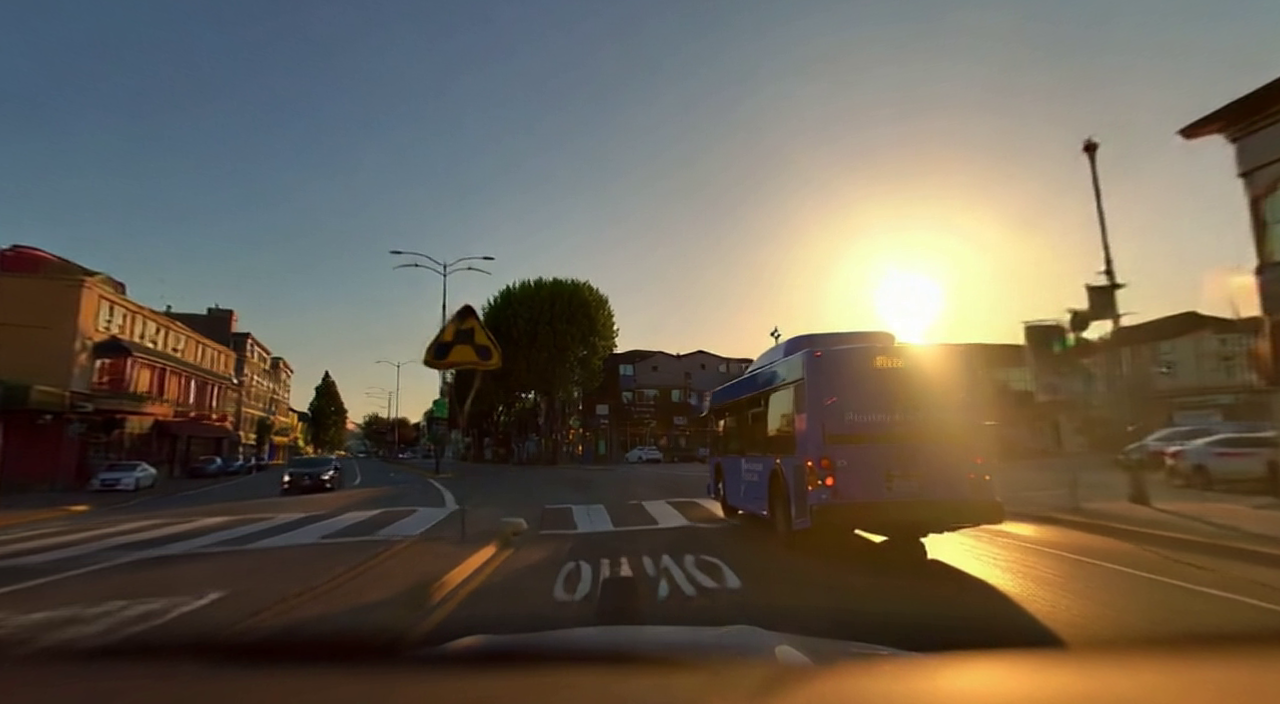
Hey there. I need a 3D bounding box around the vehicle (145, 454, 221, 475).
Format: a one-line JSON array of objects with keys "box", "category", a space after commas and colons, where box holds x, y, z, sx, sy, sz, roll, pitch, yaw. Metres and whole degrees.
[{"box": [-35.431, 8.718, 48.976, 4.592, 1.474, 1.880, 7, -10, -37], "category": "vehicle"}]

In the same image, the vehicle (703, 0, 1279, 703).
[{"box": [2.881, 0.268, 3.506, 3.194, 3.345, 12.428, 1, -8, -3], "category": "vehicle"}]

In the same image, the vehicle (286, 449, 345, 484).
[{"box": [-15.501, 5.440, 30.390, 1.944, 1.505, 3.944, 3, -9, -19], "category": "vehicle"}]

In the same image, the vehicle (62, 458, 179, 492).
[{"box": [-26.286, 6.211, 32.110, 4.384, 1.500, 1.864, 7, -11, -39], "category": "vehicle"}]

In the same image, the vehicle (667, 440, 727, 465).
[{"box": [4.042, 7.100, 44.556, 3.786, 1.505, 1.991, -6, -9, 18], "category": "vehicle"}]
